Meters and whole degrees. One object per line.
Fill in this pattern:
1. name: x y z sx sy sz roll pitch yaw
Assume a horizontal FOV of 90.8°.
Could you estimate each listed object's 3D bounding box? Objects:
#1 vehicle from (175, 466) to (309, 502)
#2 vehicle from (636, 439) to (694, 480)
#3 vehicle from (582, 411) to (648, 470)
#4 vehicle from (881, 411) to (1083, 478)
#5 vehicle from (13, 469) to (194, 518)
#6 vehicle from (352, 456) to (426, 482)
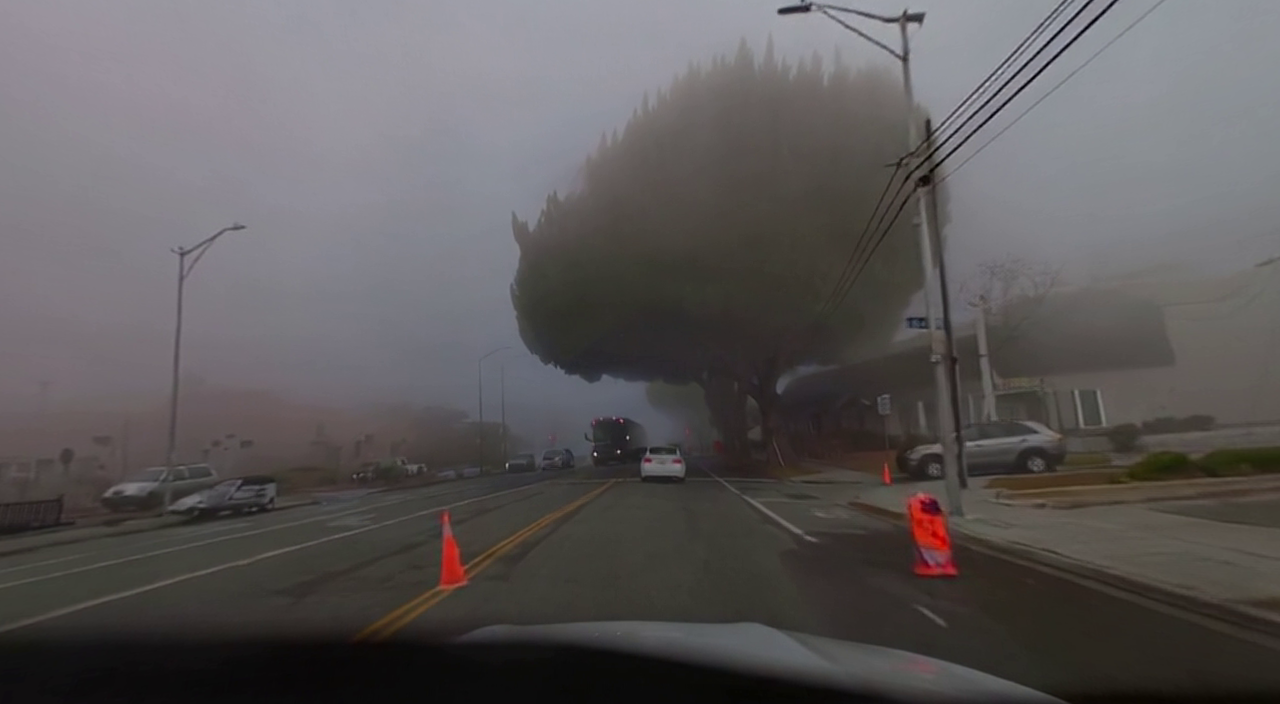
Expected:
1. vehicle: -18.574 6.146 29.637 4.952 1.510 2.115 -1 -8 5
2. vehicle: 1.004 4.362 25.948 2.159 1.506 4.086 0 -8 2
3. vehicle: -1.304 5.813 41.368 2.977 3.271 12.748 -1 -8 4
4. vehicle: 10.342 2.842 19.463 4.859 1.914 2.333 0 -8 -1
5. vehicle: -19.526 5.152 23.178 4.696 1.513 2.243 -1 -8 3
6. vehicle: -17.777 8.261 44.773 4.397 1.698 1.932 -1 -8 7
